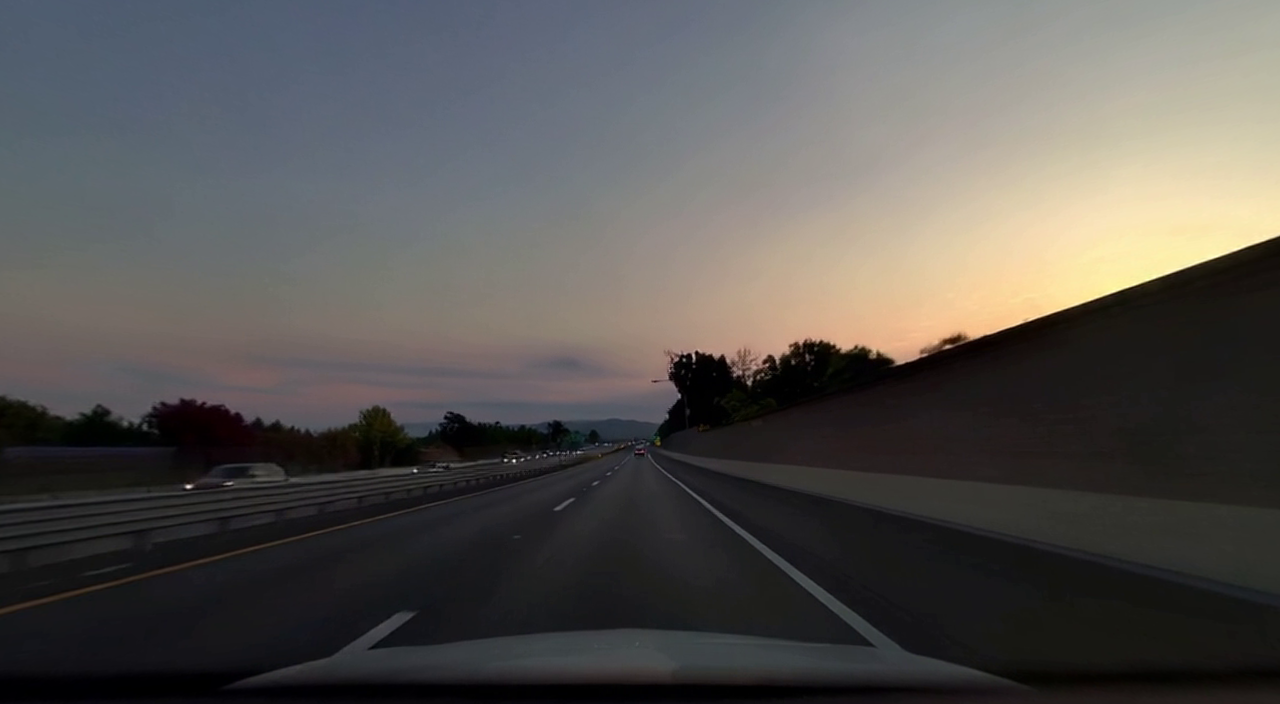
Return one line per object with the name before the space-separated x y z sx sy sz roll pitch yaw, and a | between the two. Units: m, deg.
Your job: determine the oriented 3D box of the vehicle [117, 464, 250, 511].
vehicle | -16.677 4.940 23.278 1.755 1.452 4.275 0 -9 -1
